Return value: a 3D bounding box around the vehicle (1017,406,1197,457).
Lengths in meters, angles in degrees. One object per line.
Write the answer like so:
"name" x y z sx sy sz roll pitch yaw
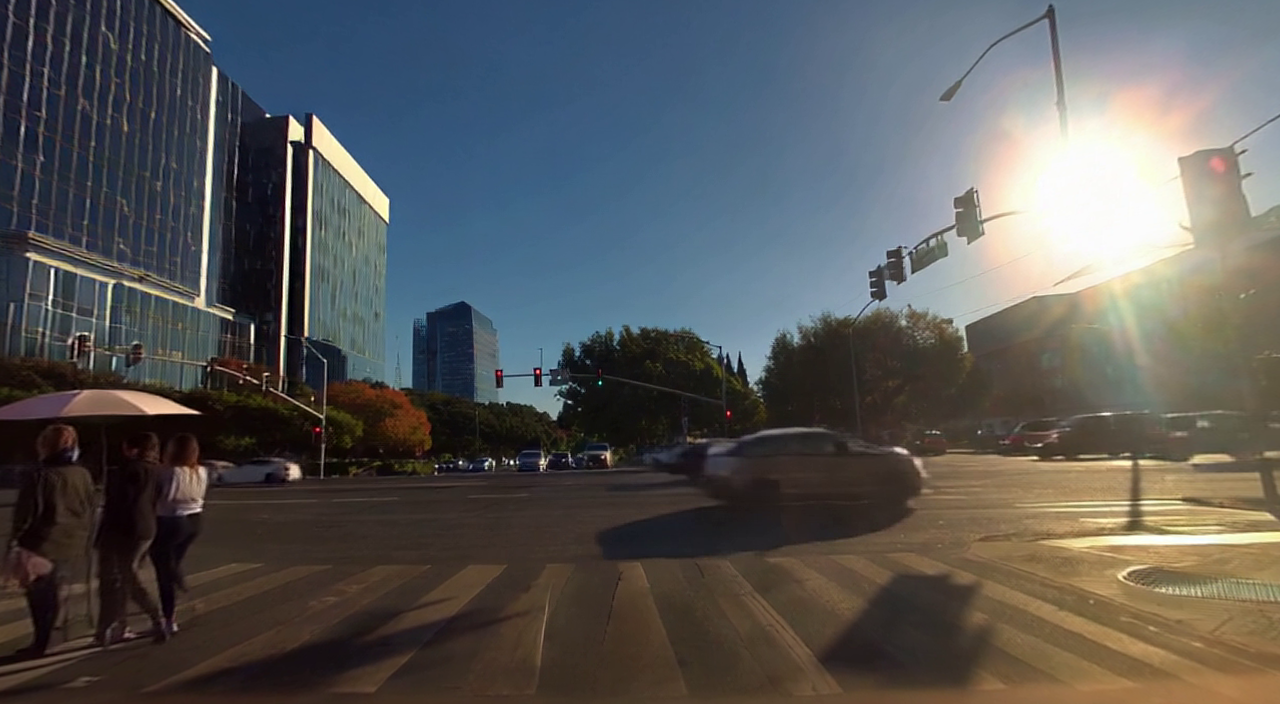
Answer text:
"vehicle" 17.423 3.028 23.770 4.987 1.780 1.996 -1 -9 6

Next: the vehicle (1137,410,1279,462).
"vehicle" 18.202 2.543 19.019 4.606 1.479 1.821 -1 -9 7

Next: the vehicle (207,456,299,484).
"vehicle" -23.230 7.105 37.936 4.397 1.582 1.820 -1 -9 6

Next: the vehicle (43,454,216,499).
"vehicle" -17.832 4.324 22.131 4.650 1.448 1.892 -1 -9 6

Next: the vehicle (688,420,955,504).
"vehicle" 3.417 2.183 12.669 4.808 1.517 1.806 -1 -9 6
